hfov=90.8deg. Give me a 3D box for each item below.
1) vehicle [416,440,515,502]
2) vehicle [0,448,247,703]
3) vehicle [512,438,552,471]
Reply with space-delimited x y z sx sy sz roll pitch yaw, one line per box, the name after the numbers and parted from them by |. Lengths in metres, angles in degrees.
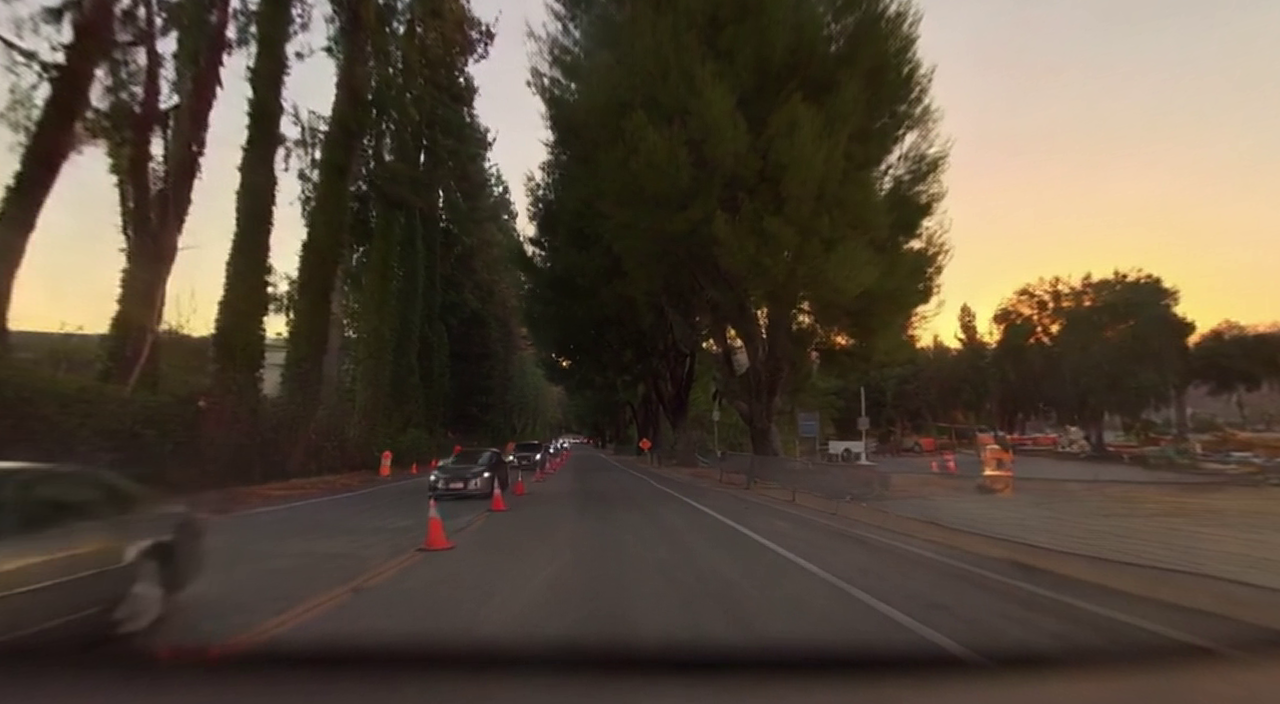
-5.117 3.534 19.134 2.001 1.642 3.942 0 -9 -2 | vehicle
-4.549 1.262 3.484 1.975 1.415 4.194 -1 -9 2 | vehicle
-7.109 6.804 42.095 2.064 2.009 4.512 0 -9 -3 | vehicle
